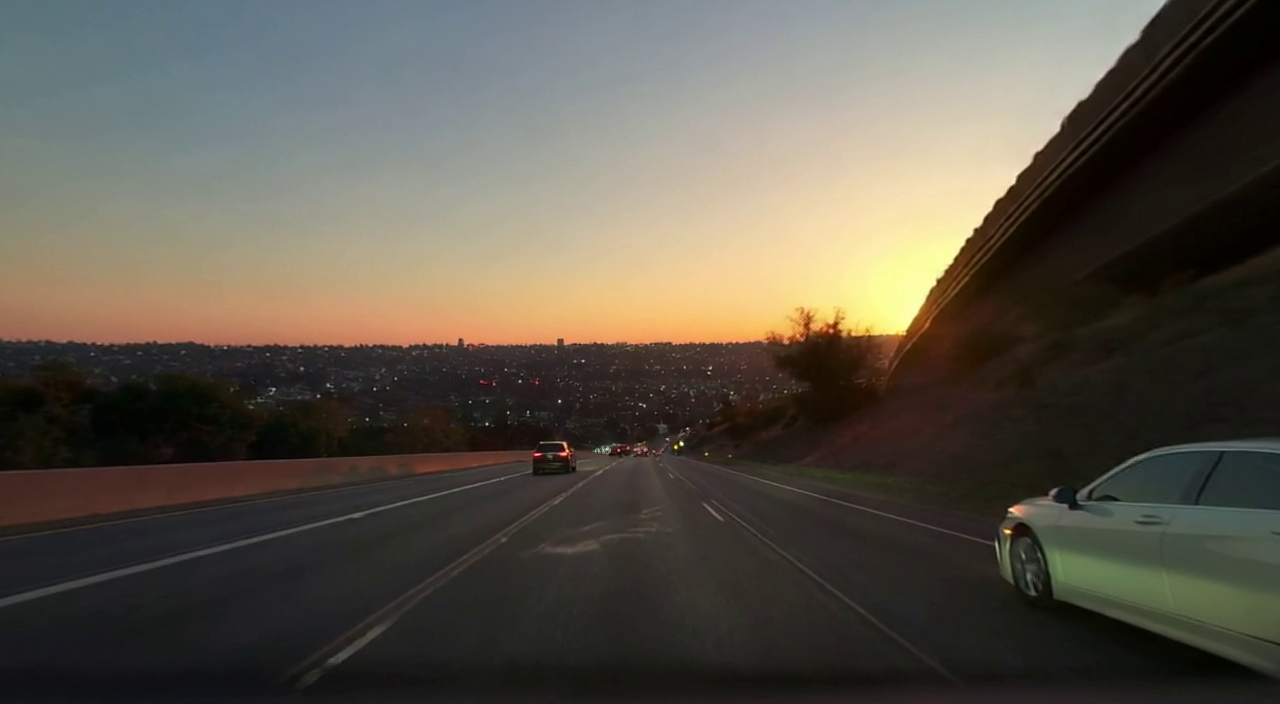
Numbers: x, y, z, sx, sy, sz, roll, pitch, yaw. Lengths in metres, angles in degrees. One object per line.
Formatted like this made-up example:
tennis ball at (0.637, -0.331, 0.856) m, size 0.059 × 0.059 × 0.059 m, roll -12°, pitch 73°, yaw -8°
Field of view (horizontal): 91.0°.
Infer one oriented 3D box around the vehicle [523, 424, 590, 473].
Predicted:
vehicle at (-4.037, 4.877, 31.829) m, size 2.496 × 2.203 × 6.317 m, roll 0°, pitch -9°, yaw 0°

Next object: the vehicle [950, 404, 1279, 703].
vehicle at (3.652, 1.036, 2.850) m, size 2.047 × 1.532 × 4.884 m, roll 0°, pitch -9°, yaw 0°
